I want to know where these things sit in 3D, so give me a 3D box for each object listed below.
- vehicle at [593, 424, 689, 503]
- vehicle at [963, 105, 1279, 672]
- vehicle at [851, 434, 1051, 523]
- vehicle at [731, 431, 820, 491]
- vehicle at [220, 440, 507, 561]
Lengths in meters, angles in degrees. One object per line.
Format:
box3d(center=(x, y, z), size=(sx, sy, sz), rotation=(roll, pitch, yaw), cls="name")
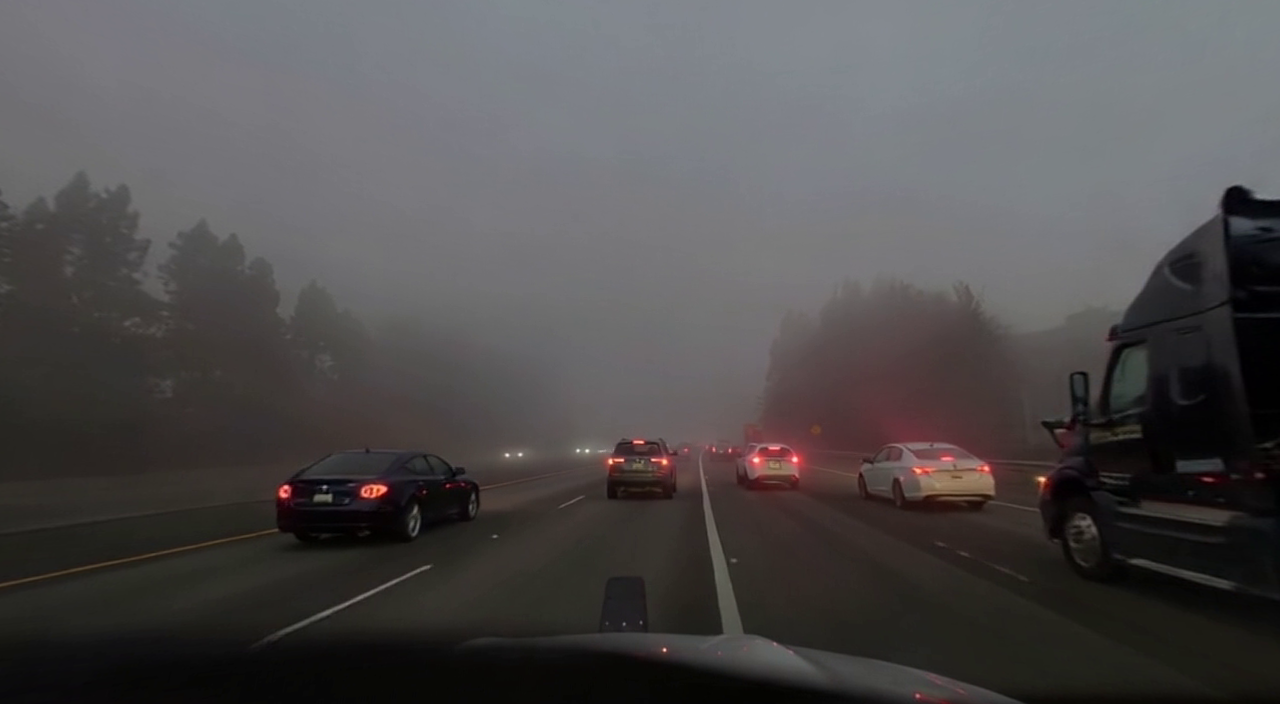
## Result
box3d(center=(0.195, 2.942, 17.038), size=(2.153, 1.805, 4.631), rotation=(-1, -8, 5), cls="vehicle")
box3d(center=(5.106, 0.097, 2.822), size=(2.987, 3.212, 9.311), rotation=(-1, -8, 4), cls="vehicle")
box3d(center=(5.936, 2.442, 12.796), size=(2.053, 1.473, 4.383), rotation=(-1, -8, 4), cls="vehicle")
box3d(center=(4.236, 3.483, 20.495), size=(2.156, 1.701, 4.494), rotation=(-1, -8, 4), cls="vehicle")
box3d(center=(-3.937, 2.176, 10.240), size=(1.965, 1.443, 4.968), rotation=(-1, -8, 7), cls="vehicle")
